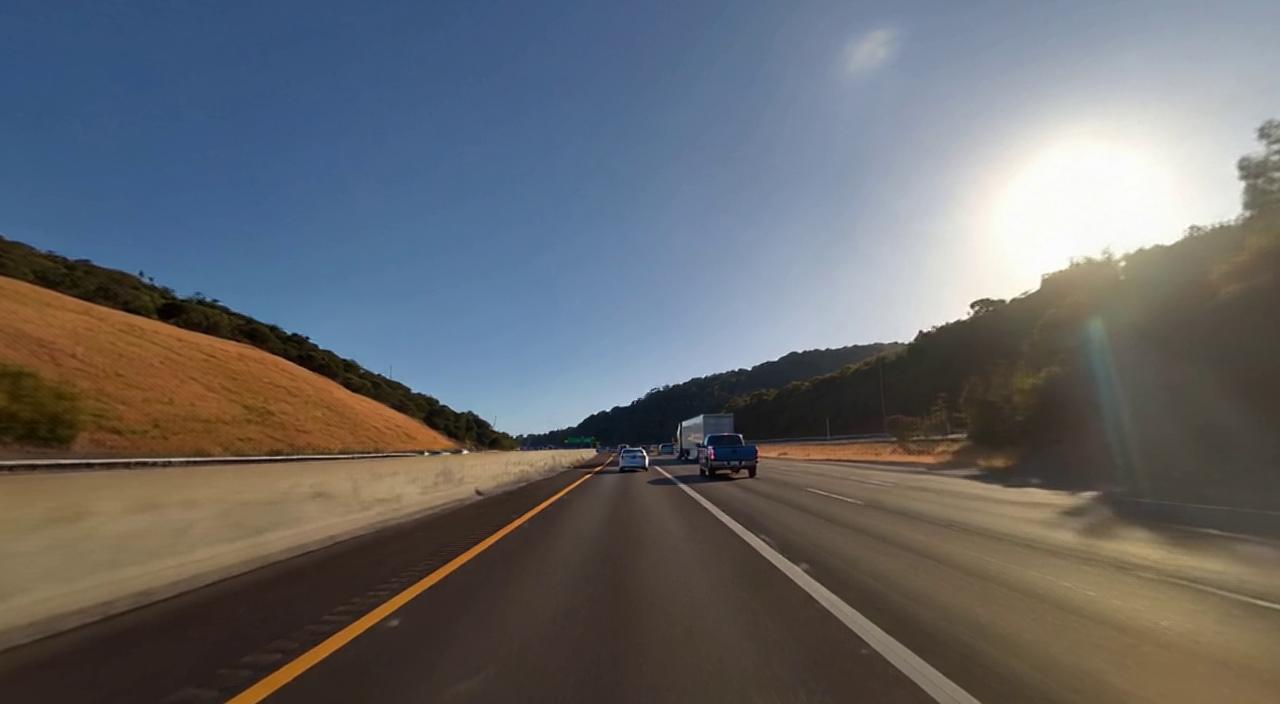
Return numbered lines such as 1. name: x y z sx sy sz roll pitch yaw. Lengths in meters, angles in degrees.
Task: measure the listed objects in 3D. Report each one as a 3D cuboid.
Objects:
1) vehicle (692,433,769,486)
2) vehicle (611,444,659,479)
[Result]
1. vehicle: 3.311 4.041 24.037 2.098 1.794 4.561 0 -9 -2
2. vehicle: -0.261 5.093 29.613 2.083 1.477 3.965 0 -9 -1
